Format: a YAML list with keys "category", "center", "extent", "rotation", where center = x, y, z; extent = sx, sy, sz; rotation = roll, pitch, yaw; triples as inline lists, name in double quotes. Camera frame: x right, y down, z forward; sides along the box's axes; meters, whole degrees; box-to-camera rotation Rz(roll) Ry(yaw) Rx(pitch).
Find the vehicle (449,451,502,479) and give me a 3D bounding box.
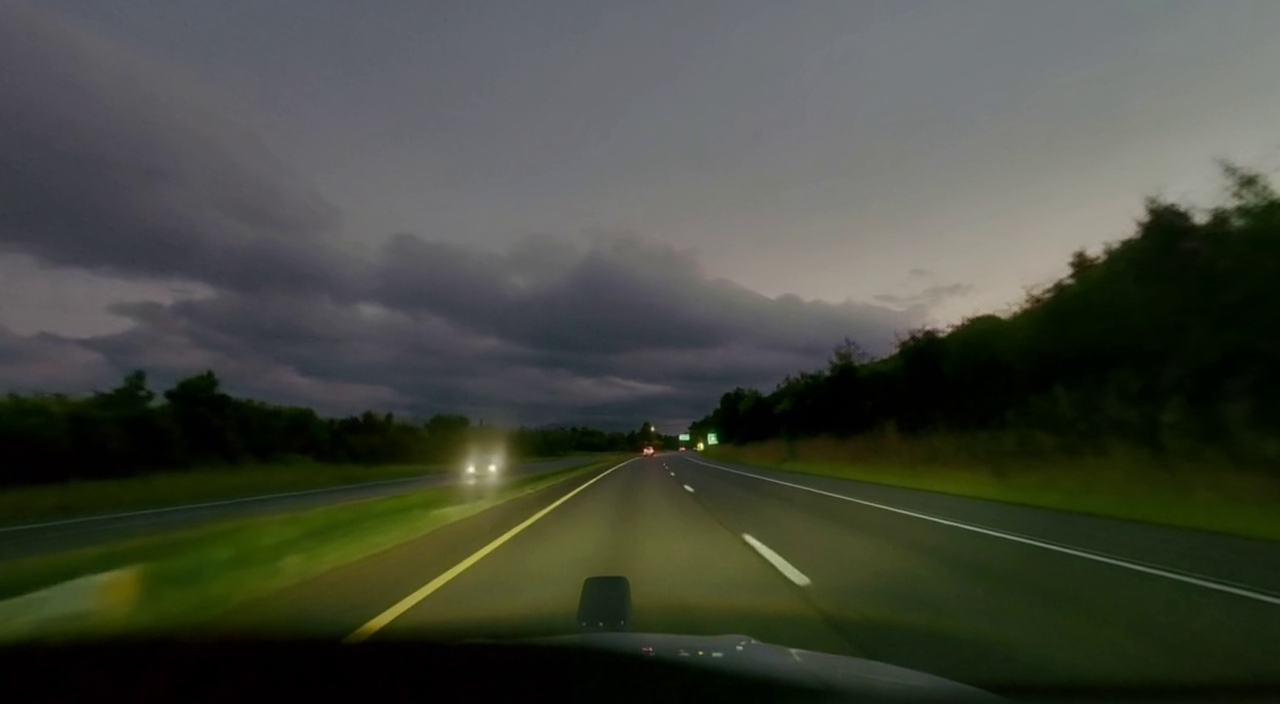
- category: "vehicle"
  center: [-9.891, 6.825, 38.364]
  extent: [1.908, 1.565, 4.710]
  rotation: [0, -9, 1]
